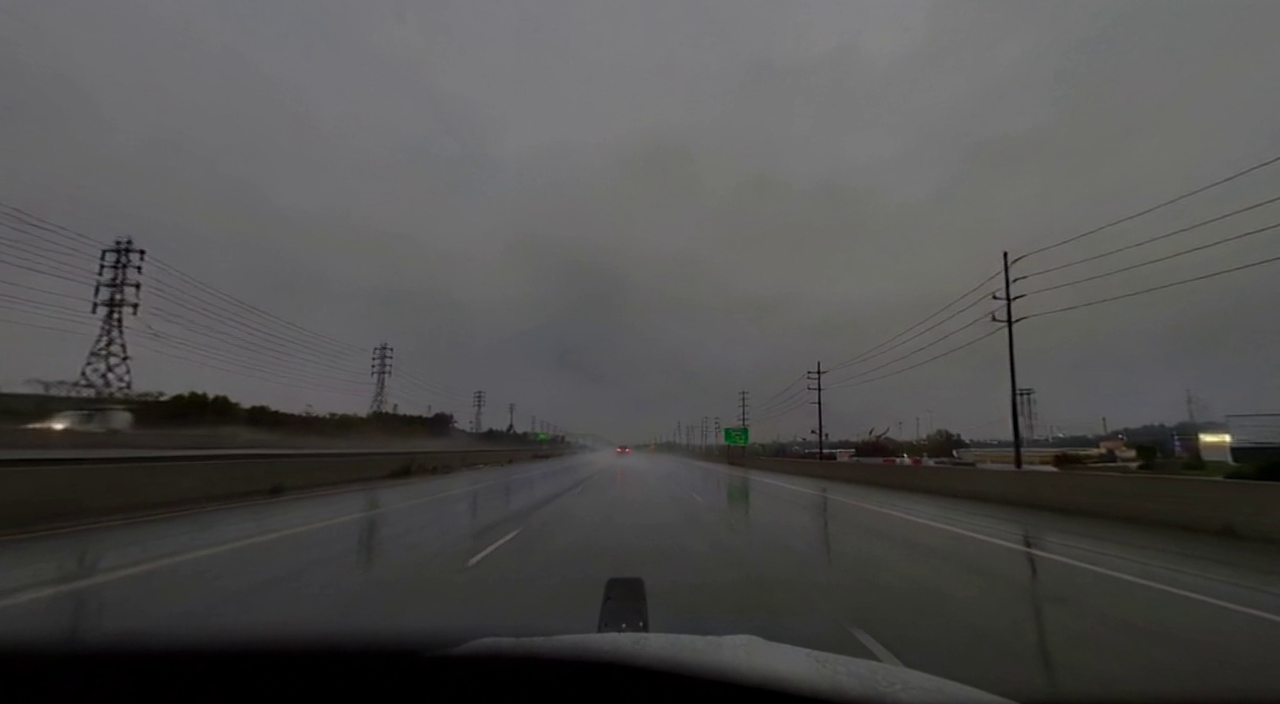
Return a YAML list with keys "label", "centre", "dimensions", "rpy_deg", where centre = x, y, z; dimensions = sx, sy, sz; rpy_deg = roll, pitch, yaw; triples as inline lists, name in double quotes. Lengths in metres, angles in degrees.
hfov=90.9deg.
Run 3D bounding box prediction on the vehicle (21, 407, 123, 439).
- label: "vehicle"
  centre: [-31.011, 3.944, 34.620]
  dimensions: [1.801, 1.555, 4.217]
  rpy_deg: [0, -9, -3]
